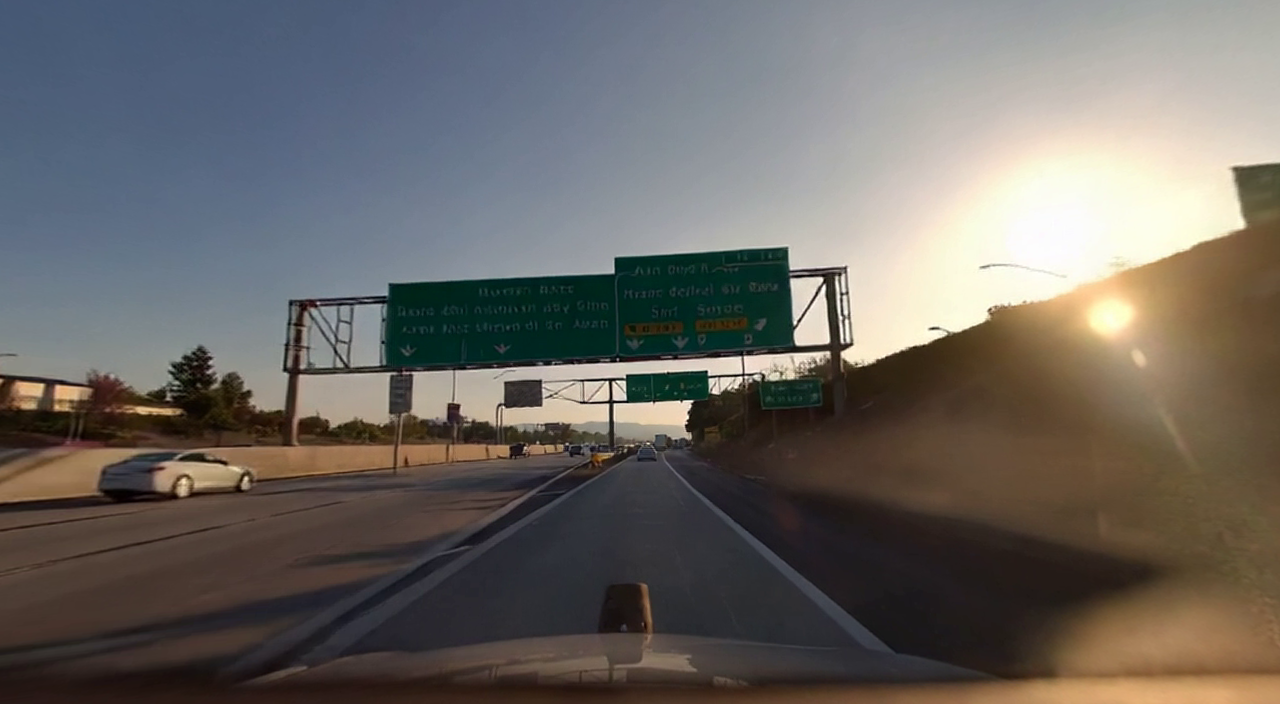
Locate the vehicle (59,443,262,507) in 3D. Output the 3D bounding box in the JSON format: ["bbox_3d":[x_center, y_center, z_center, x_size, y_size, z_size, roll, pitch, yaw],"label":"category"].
[{"bbox_3d":[-12.573,3.205,17.029,1.946,1.461,4.602,0,-8,-1],"label":"vehicle"}]

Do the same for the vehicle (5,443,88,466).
[{"bbox_3d":[-41.962,7.209,44.735,1.780,1.457,4.568,1,-8,-6],"label":"vehicle"}]

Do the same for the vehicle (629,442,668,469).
[{"bbox_3d":[0.456,6.018,36.868,2.137,1.461,3.999,0,-8,-1],"label":"vehicle"}]
